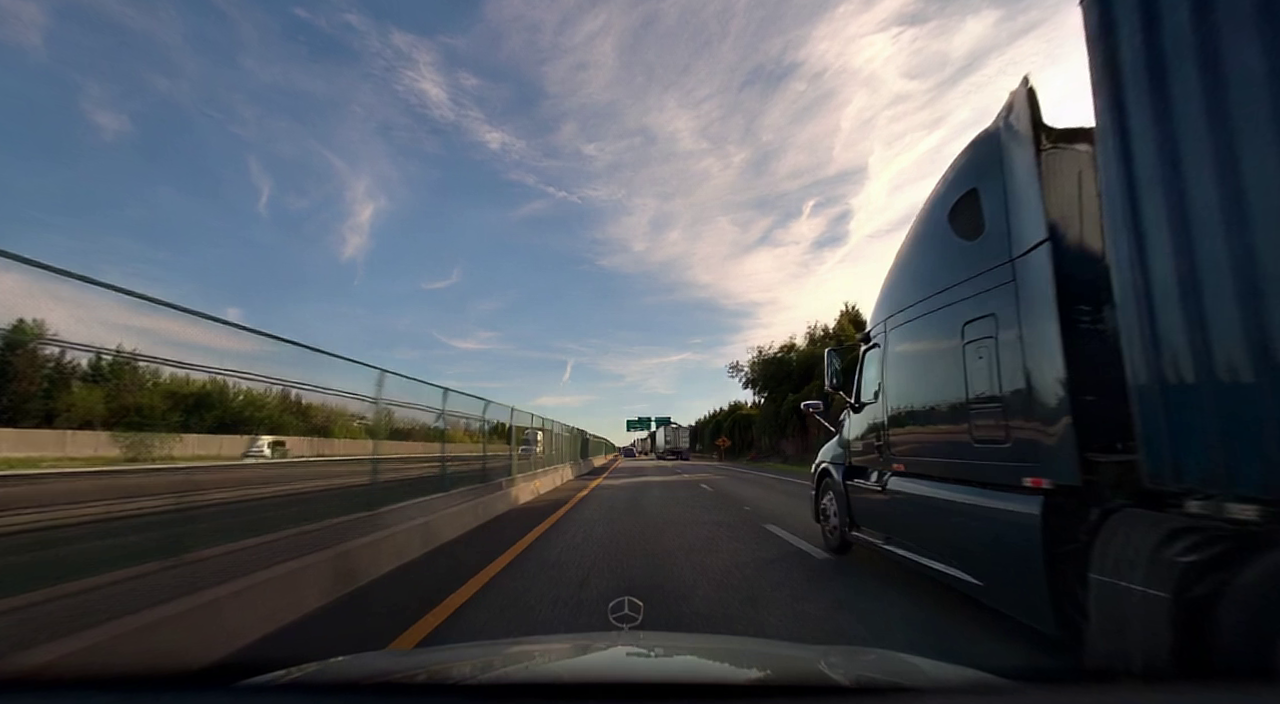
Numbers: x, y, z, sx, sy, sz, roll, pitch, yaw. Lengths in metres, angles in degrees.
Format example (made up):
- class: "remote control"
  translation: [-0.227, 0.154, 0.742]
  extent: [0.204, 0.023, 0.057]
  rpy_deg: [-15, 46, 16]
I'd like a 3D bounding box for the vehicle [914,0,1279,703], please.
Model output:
- class: "vehicle"
  translation: [4.188, -0.146, 2.913]
  extent: [3.035, 3.966, 6.026]
  rpy_deg: [0, -9, 1]
